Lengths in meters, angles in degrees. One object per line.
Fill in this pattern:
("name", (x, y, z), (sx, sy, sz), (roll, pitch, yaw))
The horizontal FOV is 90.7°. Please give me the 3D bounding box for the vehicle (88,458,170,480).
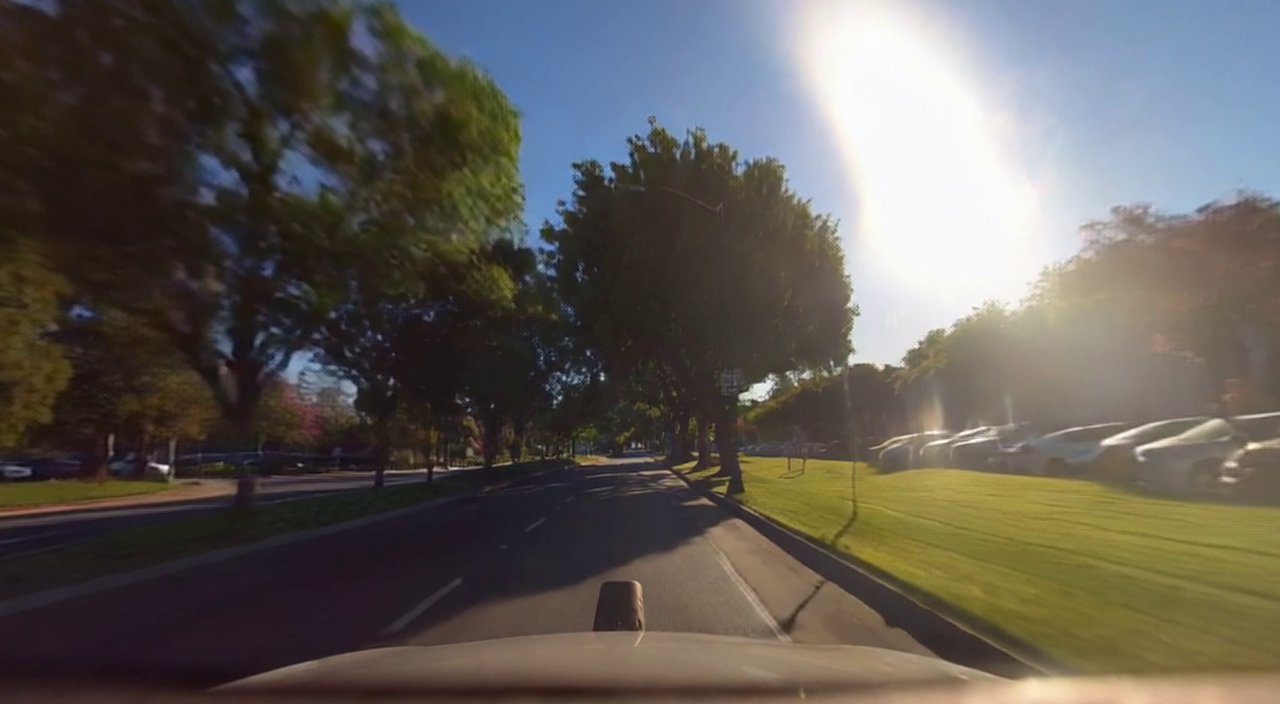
("vehicle", (-36.450, 8.364, 45.236), (4.213, 1.431, 1.812), (0, -8, -1))
